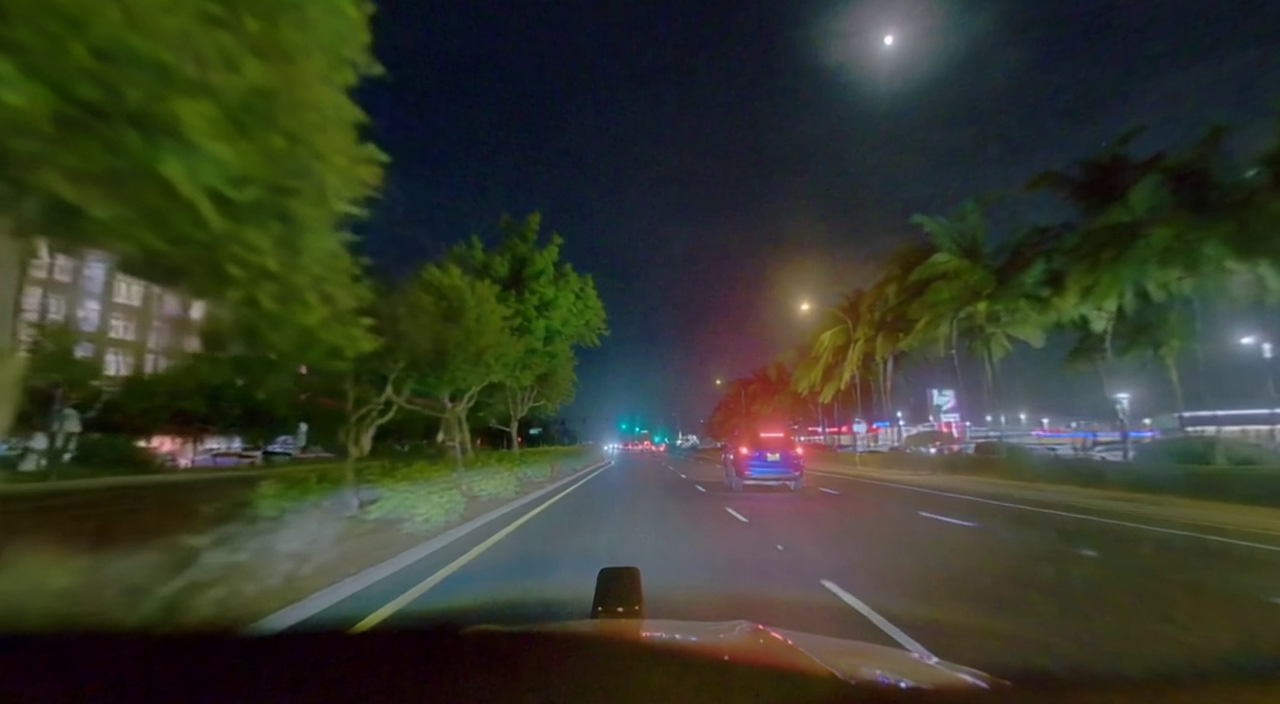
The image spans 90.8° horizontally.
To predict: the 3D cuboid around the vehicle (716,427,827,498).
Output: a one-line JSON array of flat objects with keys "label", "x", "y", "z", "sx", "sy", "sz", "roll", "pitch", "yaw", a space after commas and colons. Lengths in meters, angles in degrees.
[{"label": "vehicle", "x": 3.457, "y": 3.009, "z": 17.537, "sx": 2.072, "sy": 1.696, "sz": 4.177, "roll": 0, "pitch": -8, "yaw": -1}]
